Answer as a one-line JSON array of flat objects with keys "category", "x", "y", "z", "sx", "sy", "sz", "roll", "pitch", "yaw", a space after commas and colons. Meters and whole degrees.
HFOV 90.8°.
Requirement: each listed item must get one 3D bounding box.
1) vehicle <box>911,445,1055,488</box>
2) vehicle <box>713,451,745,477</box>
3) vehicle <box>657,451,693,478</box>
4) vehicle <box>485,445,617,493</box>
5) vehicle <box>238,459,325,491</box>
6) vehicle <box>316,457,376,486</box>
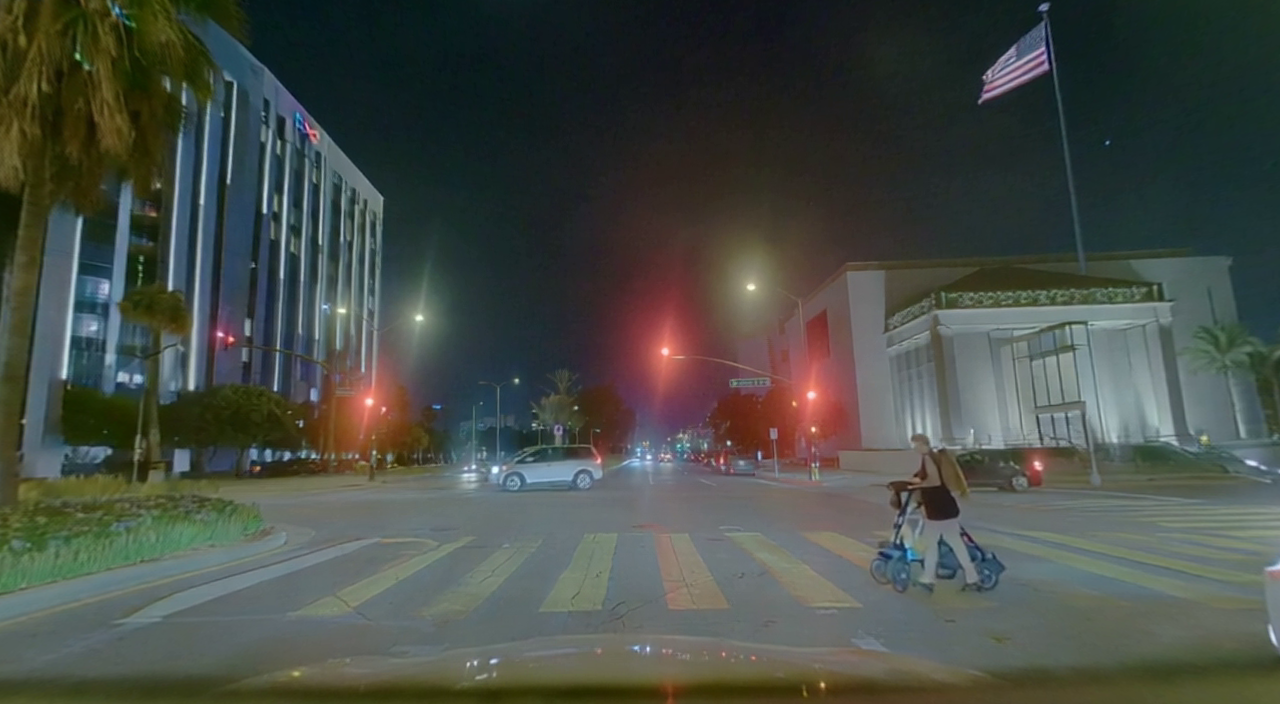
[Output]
[{"category": "vehicle", "x": 12.854, "y": 4.310, "z": 23.937, "sx": 4.273, "sy": 1.525, "sz": 2.000, "roll": -1, "pitch": -9, "yaw": 7}, {"category": "vehicle", "x": 6.386, "y": 8.042, "z": 45.544, "sx": 2.176, "sy": 1.690, "sz": 4.138, "roll": -1, "pitch": -9, "yaw": 7}, {"category": "vehicle", "x": 2.507, "y": 8.228, "z": 46.578, "sx": 2.325, "sy": 1.810, "sz": 4.827, "roll": 0, "pitch": -8, "yaw": -1}, {"category": "vehicle", "x": -3.114, "y": 4.173, "z": 22.800, "sx": 4.499, "sy": 1.594, "sz": 1.898, "roll": 0, "pitch": -9, "yaw": -4}, {"category": "vehicle", "x": -19.951, "y": 6.860, "z": 35.438, "sx": 2.069, "sy": 1.540, "sz": 4.774, "roll": 0, "pitch": -8, "yaw": 0}, {"category": "vehicle", "x": -20.077, "y": 8.157, "z": 43.389, "sx": 2.043, "sy": 1.745, "sz": 4.420, "roll": 0, "pitch": -8, "yaw": -1}]
